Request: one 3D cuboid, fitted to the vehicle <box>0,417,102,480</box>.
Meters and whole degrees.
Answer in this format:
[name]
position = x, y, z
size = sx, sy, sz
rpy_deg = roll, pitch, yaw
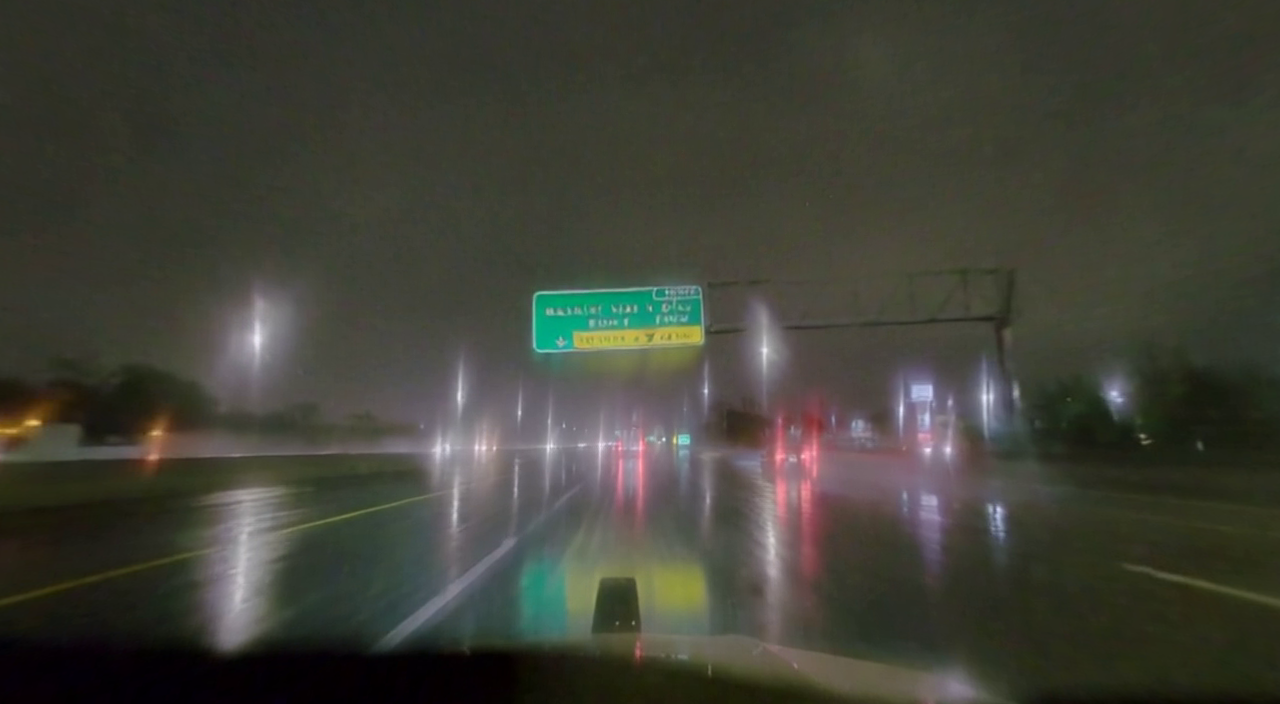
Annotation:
[vehicle]
position = -43.279, 6.783, 44.382
size = 3.043, 4.064, 8.784
rpy_deg = 0, -8, -1
